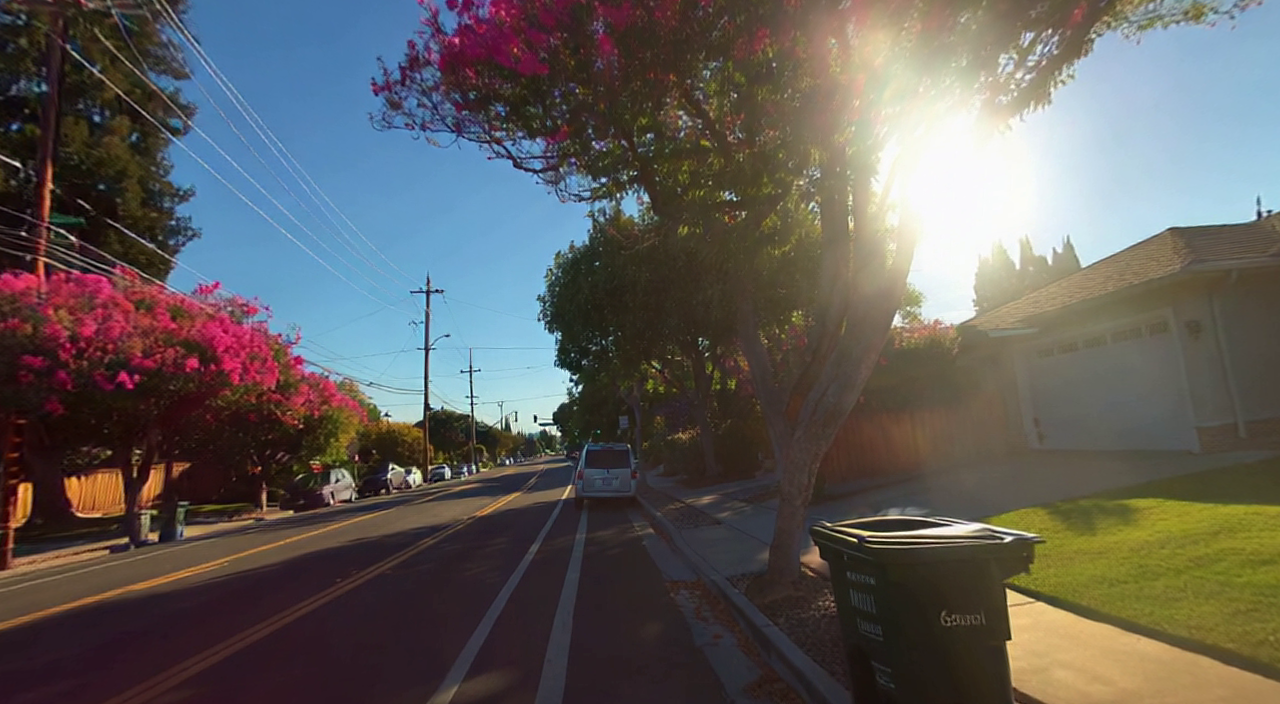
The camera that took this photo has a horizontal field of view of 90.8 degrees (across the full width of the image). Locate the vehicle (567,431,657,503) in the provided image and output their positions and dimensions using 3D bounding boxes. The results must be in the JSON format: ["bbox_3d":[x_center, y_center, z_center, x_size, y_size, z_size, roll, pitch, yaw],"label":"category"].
[{"bbox_3d":[-0.829,3.079,17.389,2.190,1.708,4.115,0,-8,-4],"label":"vehicle"}]

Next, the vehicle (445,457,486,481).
[{"bbox_3d":[-13.771,9.113,49.634,2.218,1.679,4.723,4,-9,-25],"label":"vehicle"}]

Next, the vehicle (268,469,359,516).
[{"bbox_3d":[-13.777,5.916,26.991,1.982,1.660,4.142,1,-8,-6],"label":"vehicle"}]
